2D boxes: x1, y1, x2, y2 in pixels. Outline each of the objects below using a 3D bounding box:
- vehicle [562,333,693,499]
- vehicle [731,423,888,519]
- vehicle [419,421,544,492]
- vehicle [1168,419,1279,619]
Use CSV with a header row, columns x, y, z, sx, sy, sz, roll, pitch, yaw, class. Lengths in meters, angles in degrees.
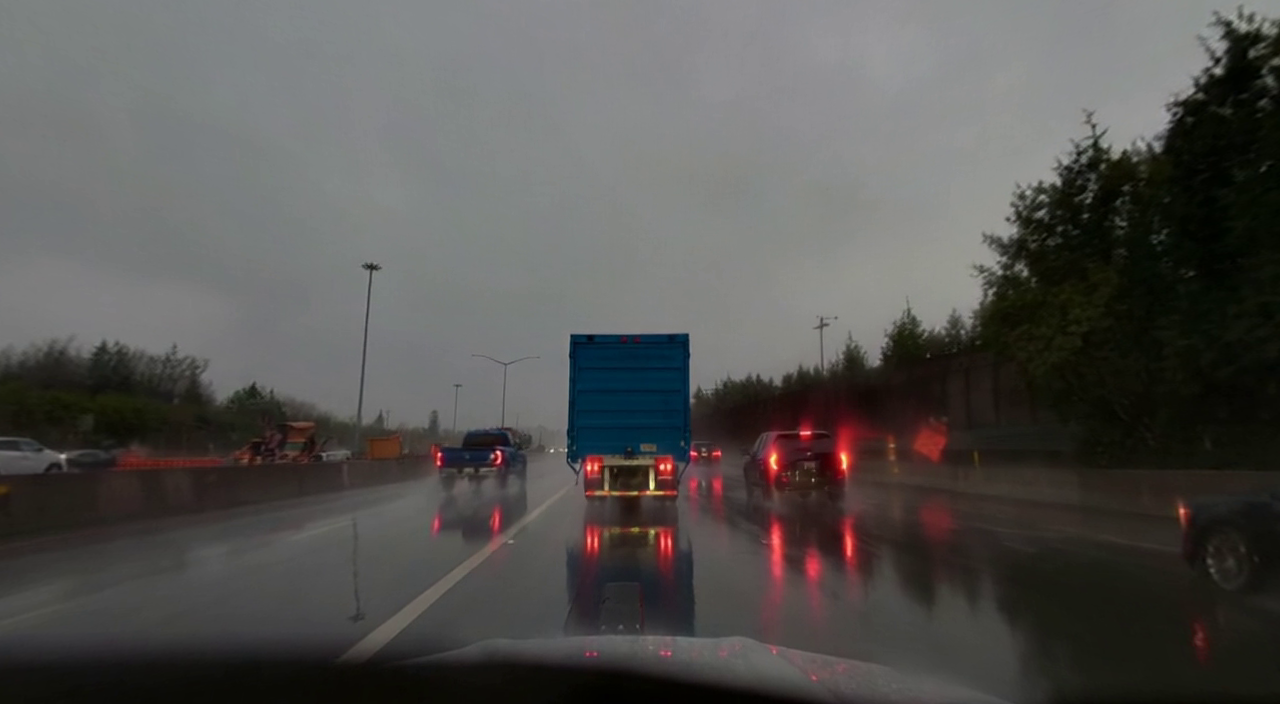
x,y,z,sx,sy,sz,roll,pitch,yaw,class
-0.450,2.272,20.100,3.067,3.940,10.154,1,-9,-2,vehicle
3.373,2.471,13.538,2.103,1.713,4.173,1,-9,-2,vehicle
-4.878,3.370,20.609,2.421,1.965,5.980,0,-9,1,vehicle
6.535,1.184,3.873,2.070,1.632,4.774,1,-9,-8,vehicle
